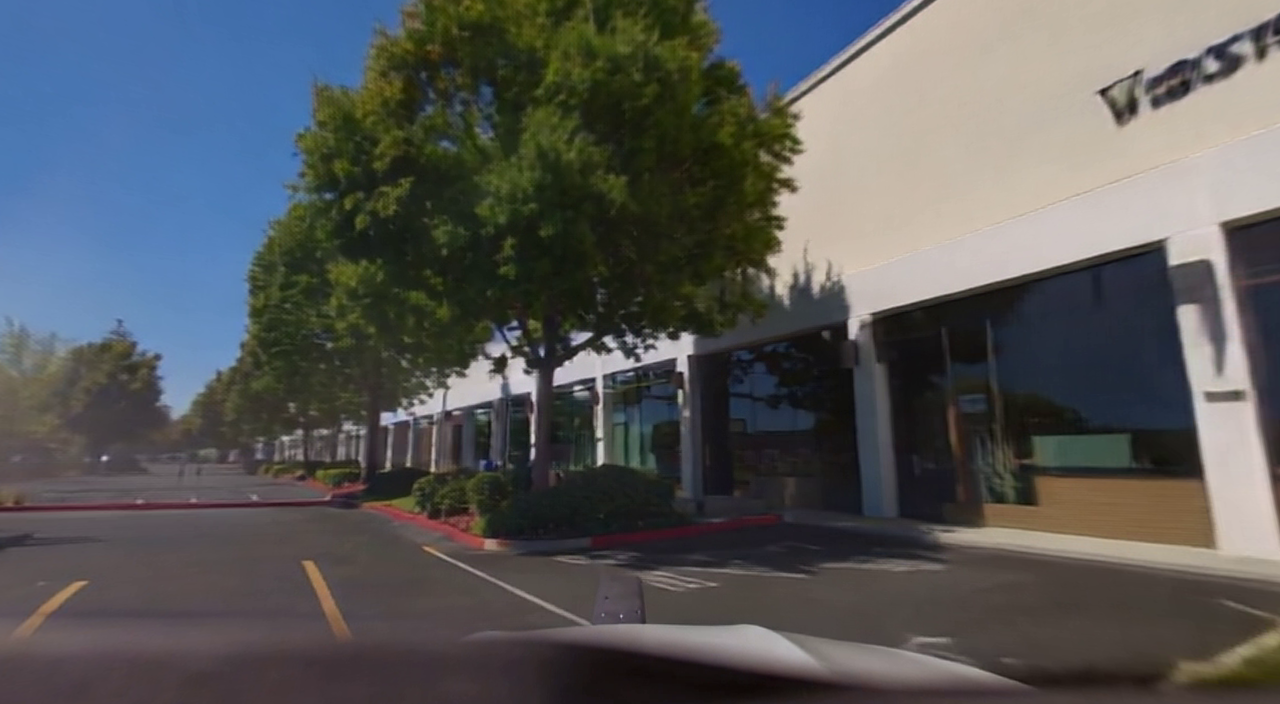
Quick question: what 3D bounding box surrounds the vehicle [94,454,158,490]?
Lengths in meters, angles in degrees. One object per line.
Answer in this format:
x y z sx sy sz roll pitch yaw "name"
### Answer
-28.916 6.724 35.710 2.180 1.806 4.541 5 -10 -32 "vehicle"
